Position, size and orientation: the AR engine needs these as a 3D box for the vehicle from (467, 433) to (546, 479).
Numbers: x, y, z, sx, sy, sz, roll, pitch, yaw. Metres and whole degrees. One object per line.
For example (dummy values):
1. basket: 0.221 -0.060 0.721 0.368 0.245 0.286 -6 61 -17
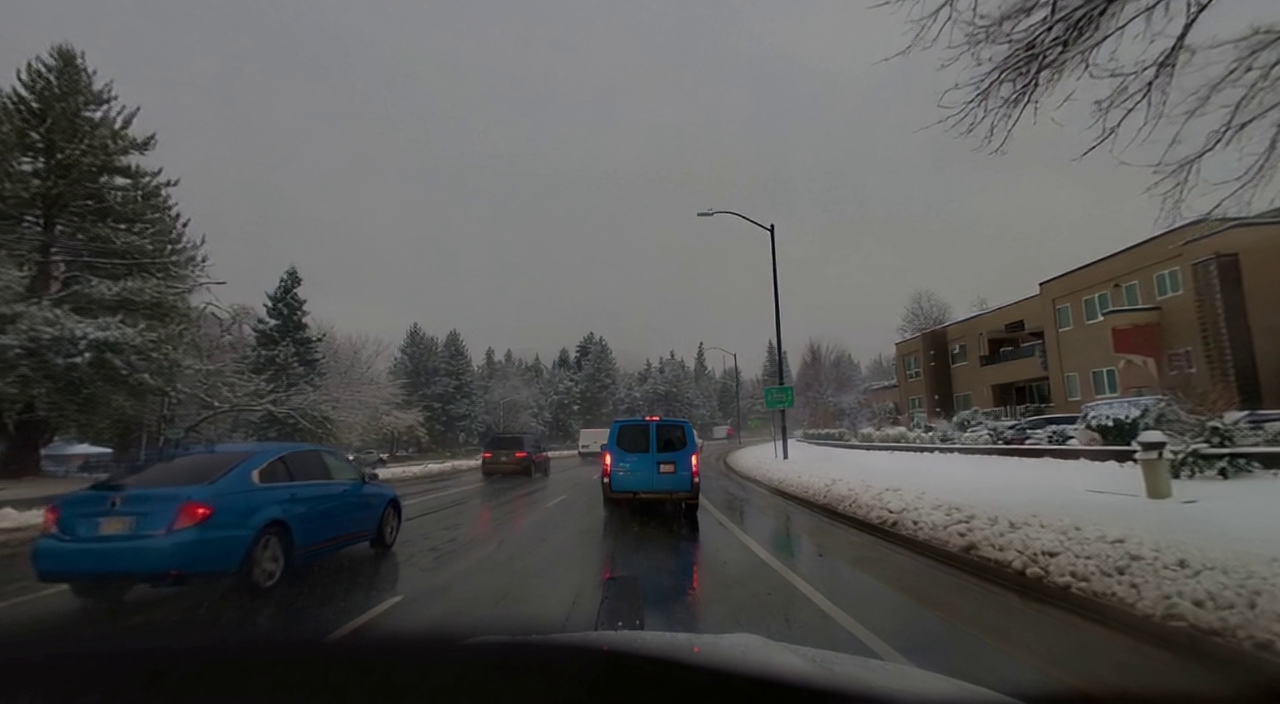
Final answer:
1. vehicle: -5.313 4.211 25.838 2.116 1.714 4.757 0 -8 1

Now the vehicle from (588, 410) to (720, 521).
1. vehicle: 0.300 2.198 12.649 2.173 1.830 4.189 0 -9 2

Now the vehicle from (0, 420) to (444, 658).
1. vehicle: -3.901 1.530 6.445 1.991 1.459 4.813 -1 -9 4
